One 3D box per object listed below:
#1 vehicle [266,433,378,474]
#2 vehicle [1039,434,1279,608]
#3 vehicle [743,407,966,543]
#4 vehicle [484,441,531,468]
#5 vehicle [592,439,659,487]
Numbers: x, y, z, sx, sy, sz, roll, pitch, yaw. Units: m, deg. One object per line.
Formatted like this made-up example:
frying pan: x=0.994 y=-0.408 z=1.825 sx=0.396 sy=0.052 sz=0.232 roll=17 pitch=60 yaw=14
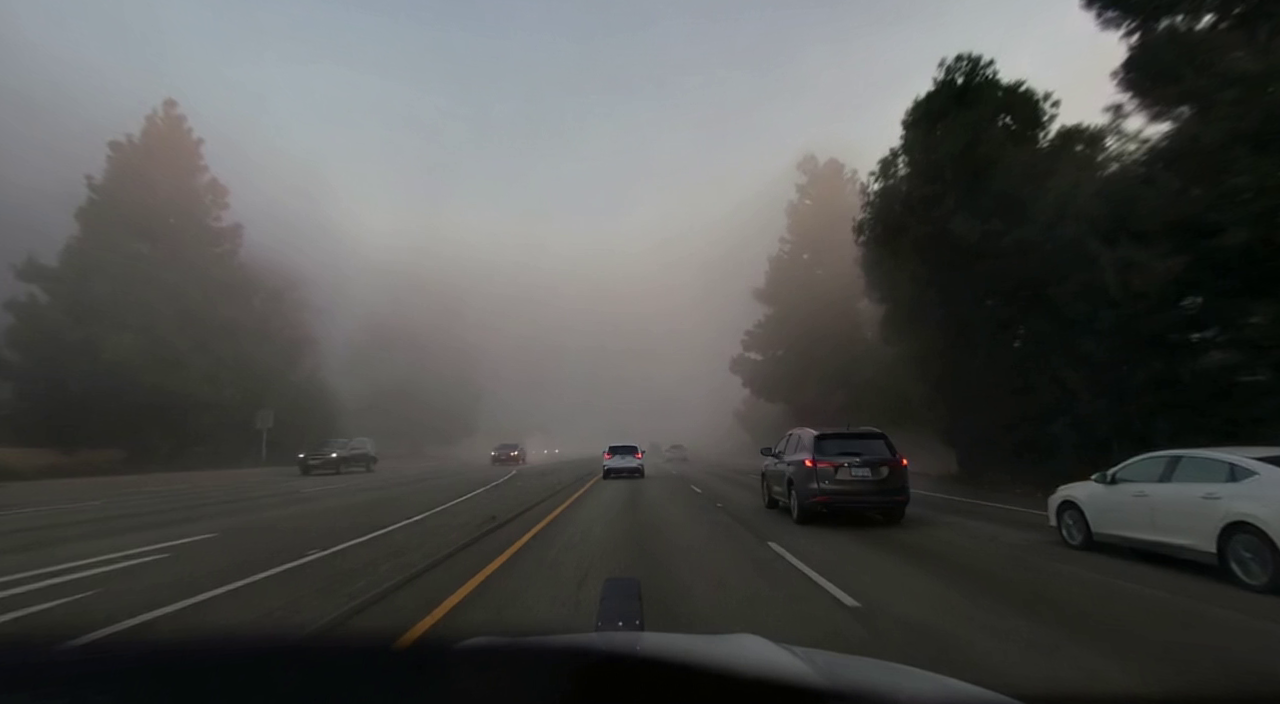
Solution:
vehicle: x=-18.335 y=5.898 z=36.991 sx=3.156 sy=2.185 sz=6.457 roll=0 pitch=-8 yaw=0
vehicle: x=6.662 y=1.545 z=6.123 sx=2.434 sy=1.467 sz=4.726 roll=0 pitch=-8 yaw=-1
vehicle: x=3.311 y=2.015 z=10.985 sx=2.186 sy=1.842 sz=4.553 roll=0 pitch=-8 yaw=-1
vehicle: x=-8.101 y=6.303 z=38.996 sx=2.011 sy=1.536 sz=4.411 roll=0 pitch=-8 yaw=-1
vehicle: x=-0.444 y=3.686 z=21.315 sx=2.040 sy=1.451 sz=3.736 roll=0 pitch=-8 yaw=0
